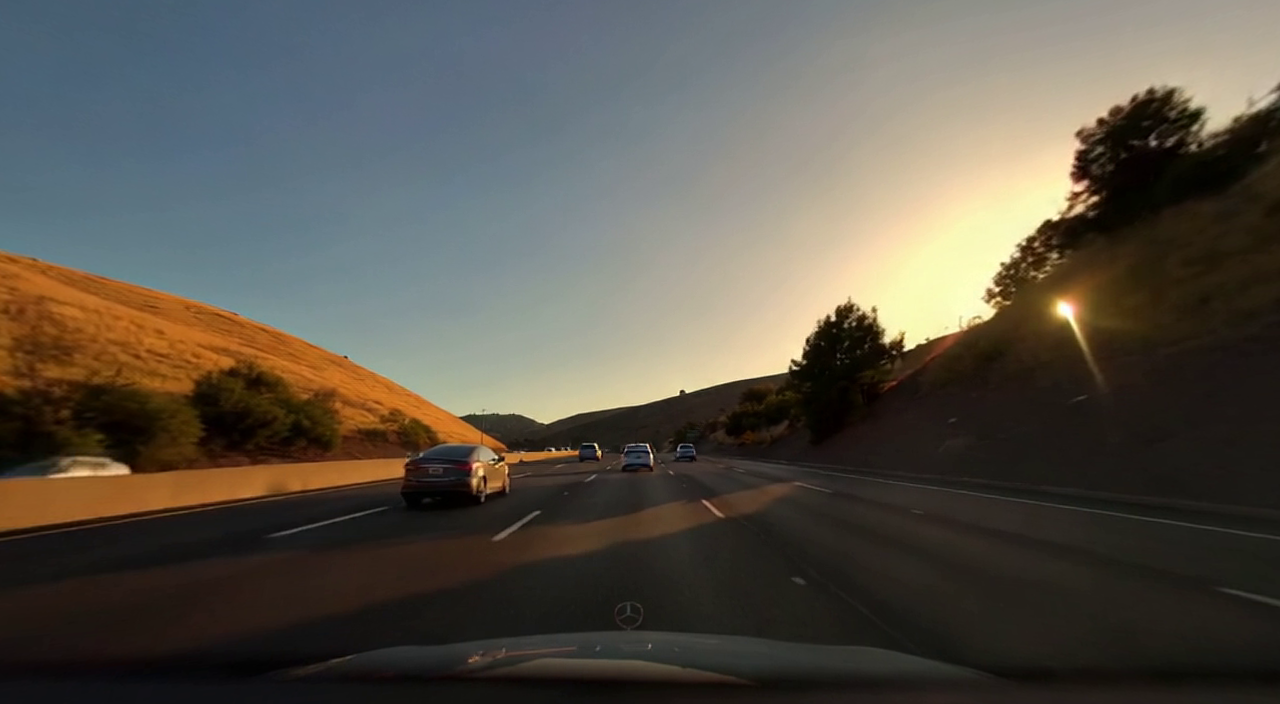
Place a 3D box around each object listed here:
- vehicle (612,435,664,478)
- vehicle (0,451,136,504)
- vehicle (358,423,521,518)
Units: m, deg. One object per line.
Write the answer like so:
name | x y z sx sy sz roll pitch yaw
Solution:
vehicle | -0.067 4.487 27.381 2.086 1.685 4.206 0 -8 0
vehicle | -19.560 4.063 20.844 1.877 1.477 4.767 0 -8 0
vehicle | -4.030 2.450 13.531 2.076 1.690 4.113 0 -8 1
